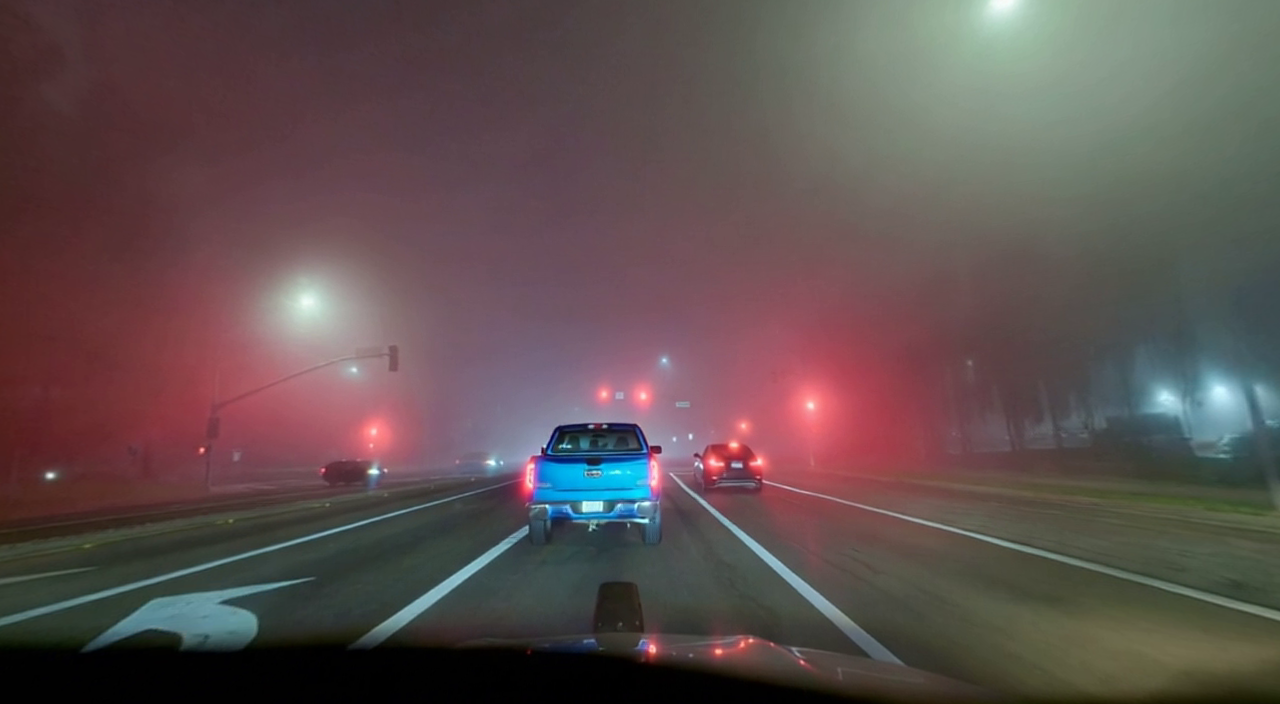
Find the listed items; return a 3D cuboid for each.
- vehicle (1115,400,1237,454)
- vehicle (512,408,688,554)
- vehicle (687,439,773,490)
[{"bbox_3d":[30.457,4.341,36.105,2.892,2.881,4.178,2,-9,-15],"label":"vehicle"},{"bbox_3d":[-0.500,1.927,10.153,2.145,1.762,4.731,0,-9,0],"label":"vehicle"},{"bbox_3d":[2.811,3.635,20.818,2.073,1.484,4.437,0,-9,-1],"label":"vehicle"}]
